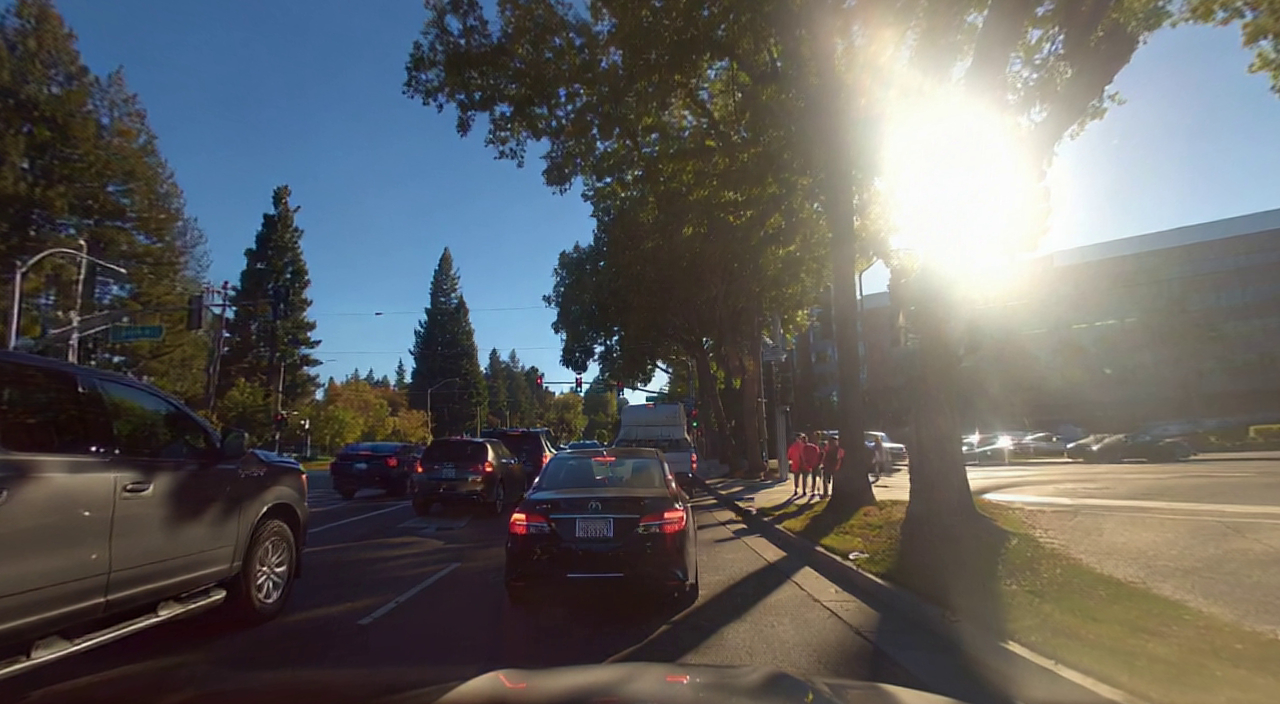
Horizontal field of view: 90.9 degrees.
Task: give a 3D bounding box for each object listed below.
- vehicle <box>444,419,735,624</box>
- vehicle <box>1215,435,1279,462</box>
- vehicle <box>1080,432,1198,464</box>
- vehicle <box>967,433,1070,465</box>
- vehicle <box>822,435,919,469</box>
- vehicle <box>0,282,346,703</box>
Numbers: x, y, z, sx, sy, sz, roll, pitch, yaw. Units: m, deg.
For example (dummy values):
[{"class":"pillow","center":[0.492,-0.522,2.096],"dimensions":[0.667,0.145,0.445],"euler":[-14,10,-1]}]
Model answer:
[{"class":"vehicle","center":[-0.370,1.591,6.950],"dimensions":[2.144,1.497,4.446],"euler":[0,-9,0]},{"class":"vehicle","center":[36.263,5.518,36.134],"dimensions":[4.643,1.464,1.840],"euler":[0,-9,2]},{"class":"vehicle","center":[28.958,5.575,36.707],"dimensions":[4.967,1.794,2.044],"euler":[0,-9,2]},{"class":"vehicle","center":[21.950,5.654,36.703],"dimensions":[4.529,1.786,2.110],"euler":[0,-9,2]},{"class":"vehicle","center":[12.202,5.341,33.619],"dimensions":[4.394,1.724,1.886],"euler":[0,-9,1]},{"class":"vehicle","center":[-3.688,0.750,2.836],"dimensions":[2.202,1.961,4.980],"euler":[0,-9,1]}]
